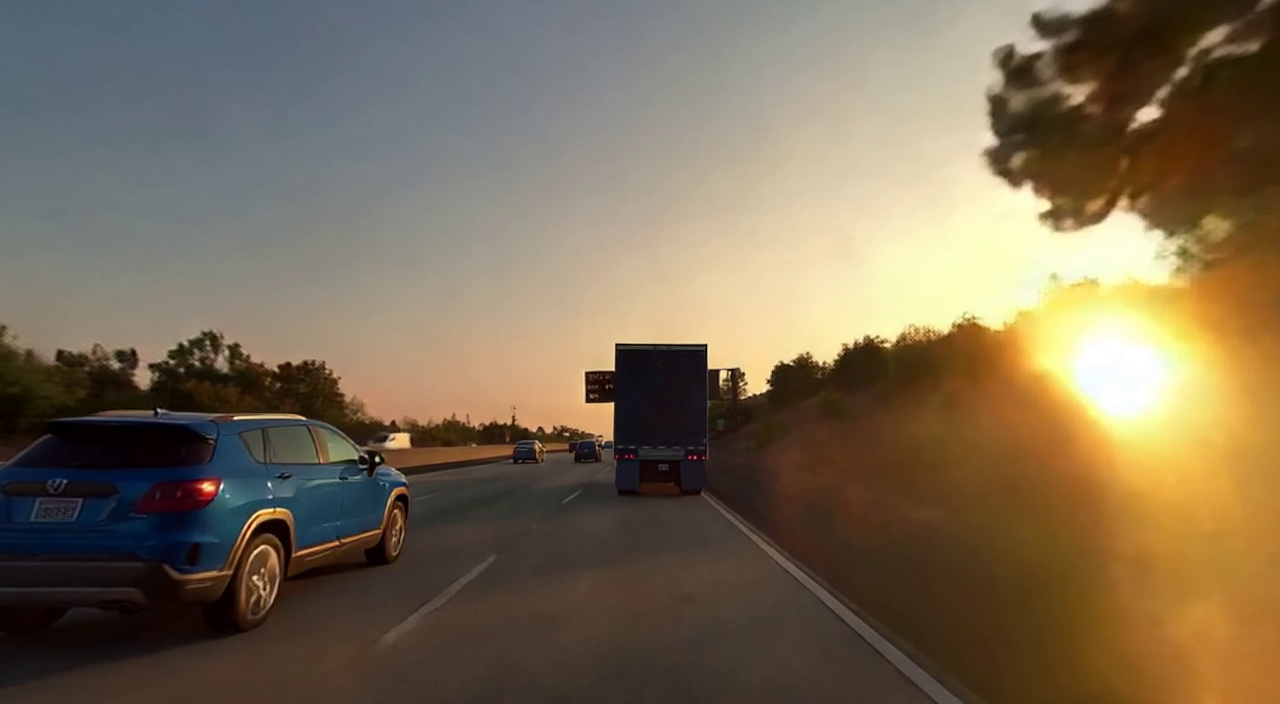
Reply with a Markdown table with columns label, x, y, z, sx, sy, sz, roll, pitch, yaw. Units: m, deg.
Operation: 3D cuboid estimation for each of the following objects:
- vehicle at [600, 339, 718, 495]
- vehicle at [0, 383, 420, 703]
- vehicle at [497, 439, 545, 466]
| label | x | y | z | sx | sy | sz | roll | pitch | yaw |
| --- | --- | --- | --- | --- | --- | --- | --- | --- | --- |
| vehicle | 0.451 | 2.354 | 20.860 | 2.870 | 3.841 | 10.653 | 0 | -9 | 0 |
| vehicle | -3.758 | 1.316 | 5.488 | 2.077 | 1.671 | 4.249 | 0 | -9 | 1 |
| vehicle | -6.941 | 5.919 | 37.297 | 1.882 | 1.451 | 4.416 | 0 | -9 | 1 |
